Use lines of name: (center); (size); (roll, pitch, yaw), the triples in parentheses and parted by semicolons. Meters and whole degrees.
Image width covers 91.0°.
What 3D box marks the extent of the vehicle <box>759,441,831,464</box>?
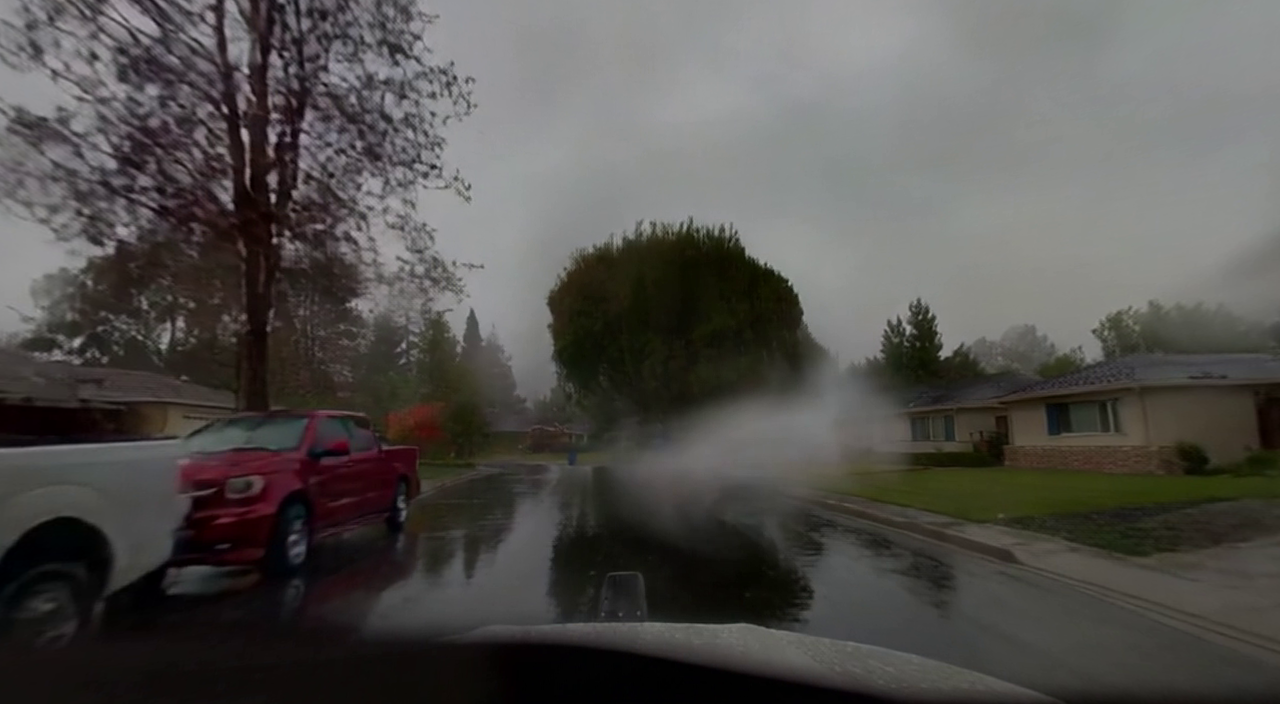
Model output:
vehicle: (10.274, 6.653, 41.685); (4.252, 1.429, 1.907); (3, -9, -22)

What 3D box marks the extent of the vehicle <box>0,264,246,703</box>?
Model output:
vehicle: (-4.473, 0.502, 1.721); (2.632, 2.249, 6.179); (0, -9, 2)

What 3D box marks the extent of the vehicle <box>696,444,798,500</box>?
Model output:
vehicle: (3.109, 3.612, 19.464); (1.998, 1.489, 4.722); (1, -9, -4)
